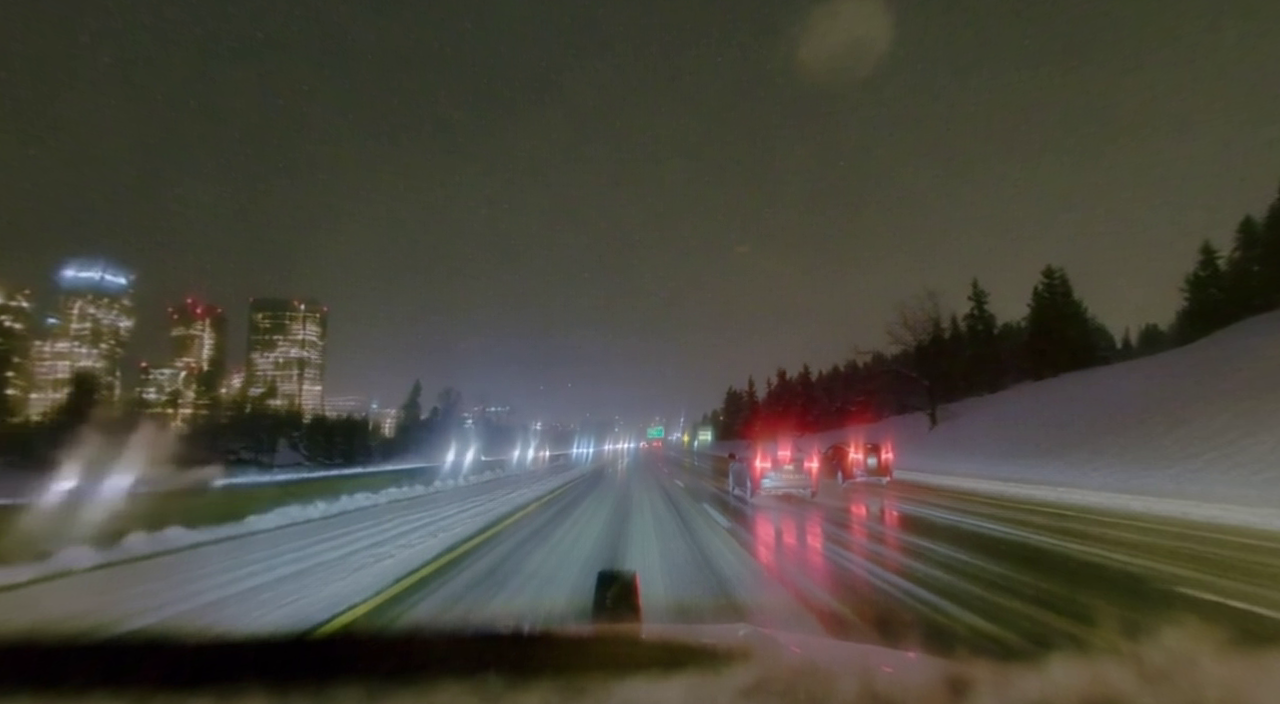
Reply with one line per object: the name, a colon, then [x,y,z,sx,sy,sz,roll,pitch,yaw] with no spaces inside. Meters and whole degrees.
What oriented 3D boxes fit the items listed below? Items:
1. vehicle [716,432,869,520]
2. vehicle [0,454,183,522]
vehicle: [2.951,2.513,13.404,1.982,1.533,4.612,0,-8,-2]
vehicle: [-15.018,3.503,16.872,1.974,1.491,4.688,0,-8,2]
